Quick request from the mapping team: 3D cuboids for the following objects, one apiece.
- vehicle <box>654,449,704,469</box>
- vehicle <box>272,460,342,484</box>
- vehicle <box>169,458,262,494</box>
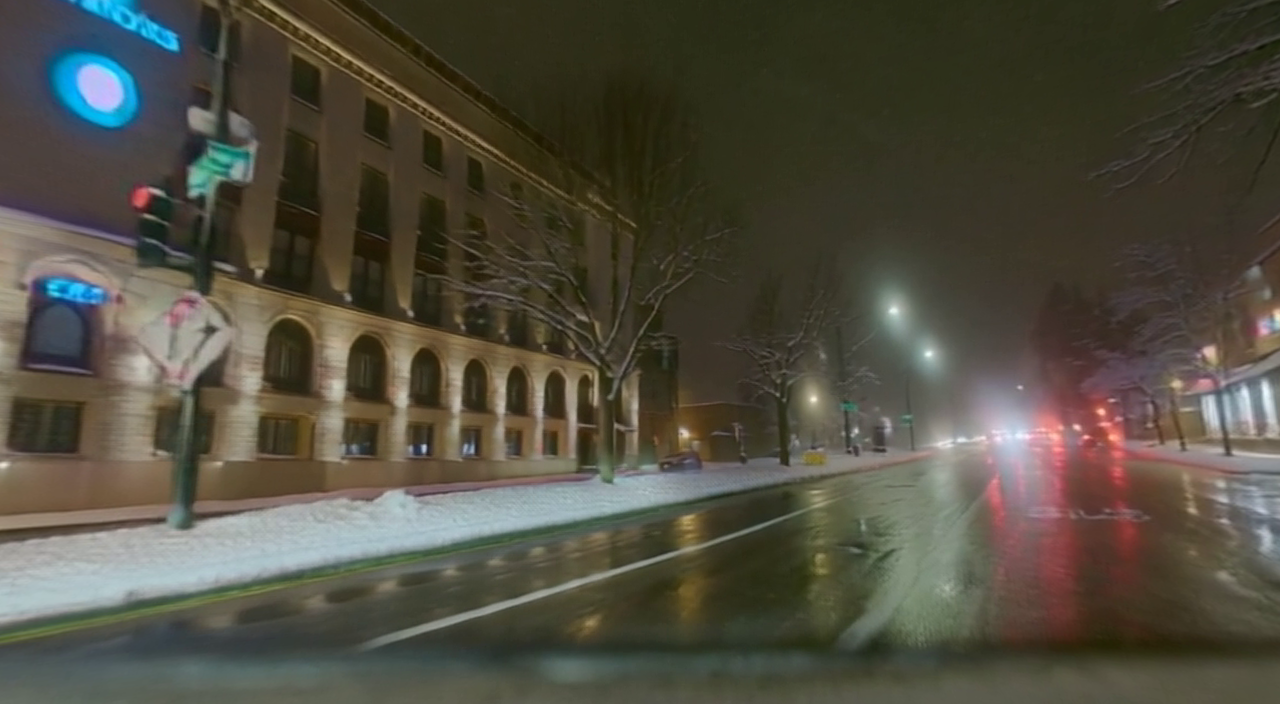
[{"bbox_3d":[3.064,8.158,48.270,1.840,1.440,4.442,-7,-11,32],"label":"vehicle"},{"bbox_3d":[-24.333,8.751,46.250,1.689,1.534,4.158,-10,-14,33],"label":"vehicle"},{"bbox_3d":[-20.423,5.935,30.360,3.994,1.471,1.956,-4,-14,30],"label":"vehicle"}]
